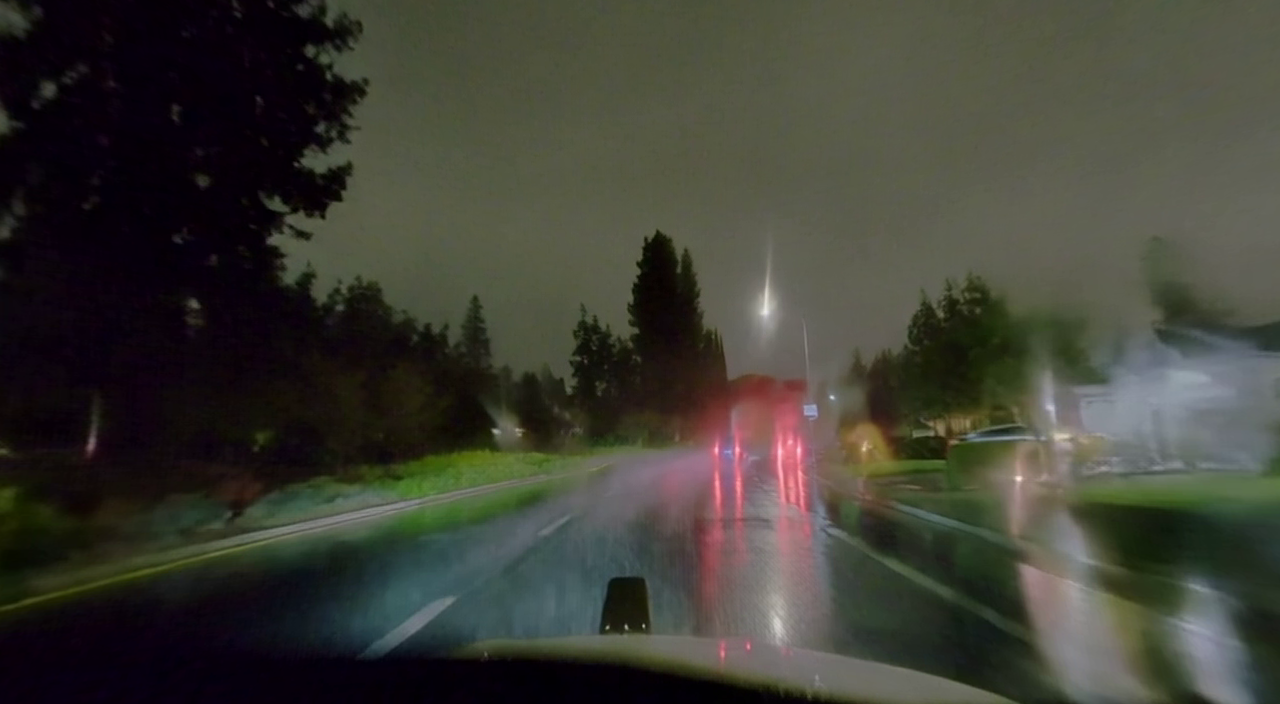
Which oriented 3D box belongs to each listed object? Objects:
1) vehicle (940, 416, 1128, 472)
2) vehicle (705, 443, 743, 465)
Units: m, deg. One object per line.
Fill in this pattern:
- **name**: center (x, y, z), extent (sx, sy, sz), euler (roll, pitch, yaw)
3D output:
- **vehicle**: center (13.515, 3.222, 21.995), extent (4.999, 1.791, 2.177), euler (-2, -9, 11)
- **vehicle**: center (5.903, 7.099, 43.994), extent (2.050, 1.456, 4.003), euler (-2, -9, 15)
